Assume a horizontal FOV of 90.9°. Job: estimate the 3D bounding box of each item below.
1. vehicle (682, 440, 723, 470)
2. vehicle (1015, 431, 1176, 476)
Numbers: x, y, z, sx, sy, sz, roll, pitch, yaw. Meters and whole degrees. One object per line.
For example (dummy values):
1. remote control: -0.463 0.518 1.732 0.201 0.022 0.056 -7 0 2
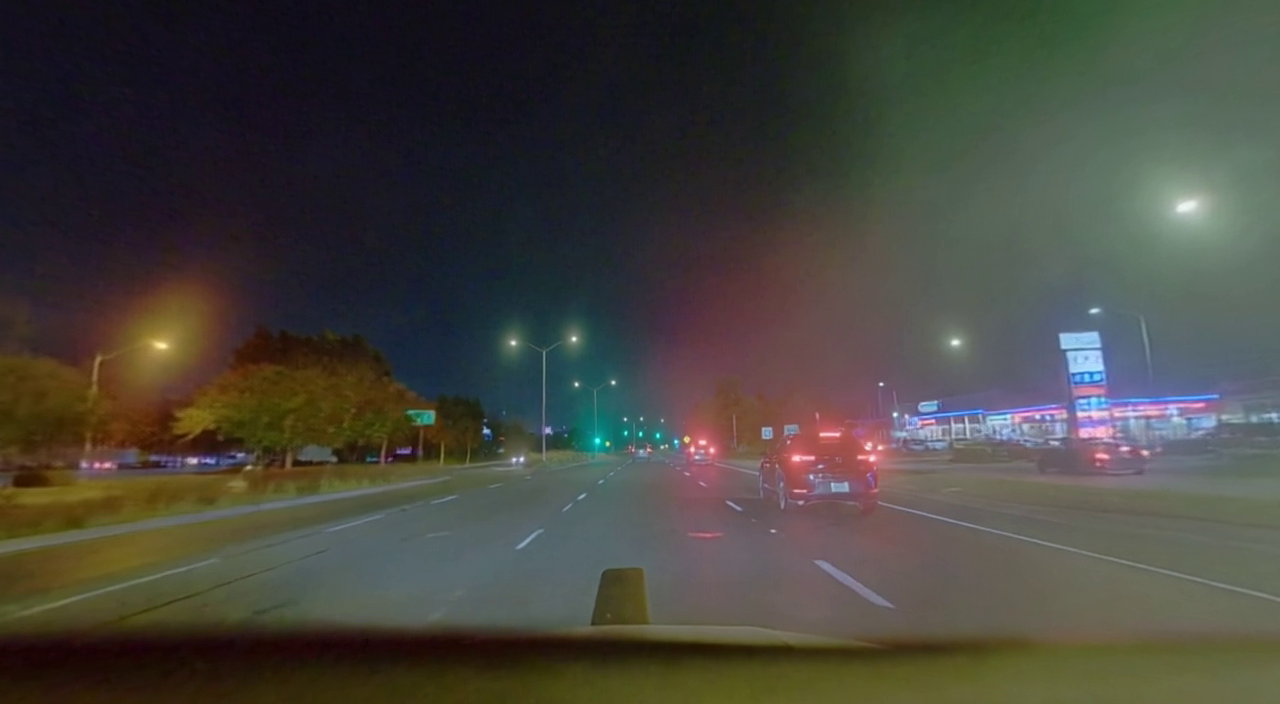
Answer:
1. vehicle: 3.801 6.354 39.091 2.007 1.683 4.171 0 -8 -1
2. vehicle: 16.787 3.752 23.429 4.233 1.562 2.143 0 -8 1
